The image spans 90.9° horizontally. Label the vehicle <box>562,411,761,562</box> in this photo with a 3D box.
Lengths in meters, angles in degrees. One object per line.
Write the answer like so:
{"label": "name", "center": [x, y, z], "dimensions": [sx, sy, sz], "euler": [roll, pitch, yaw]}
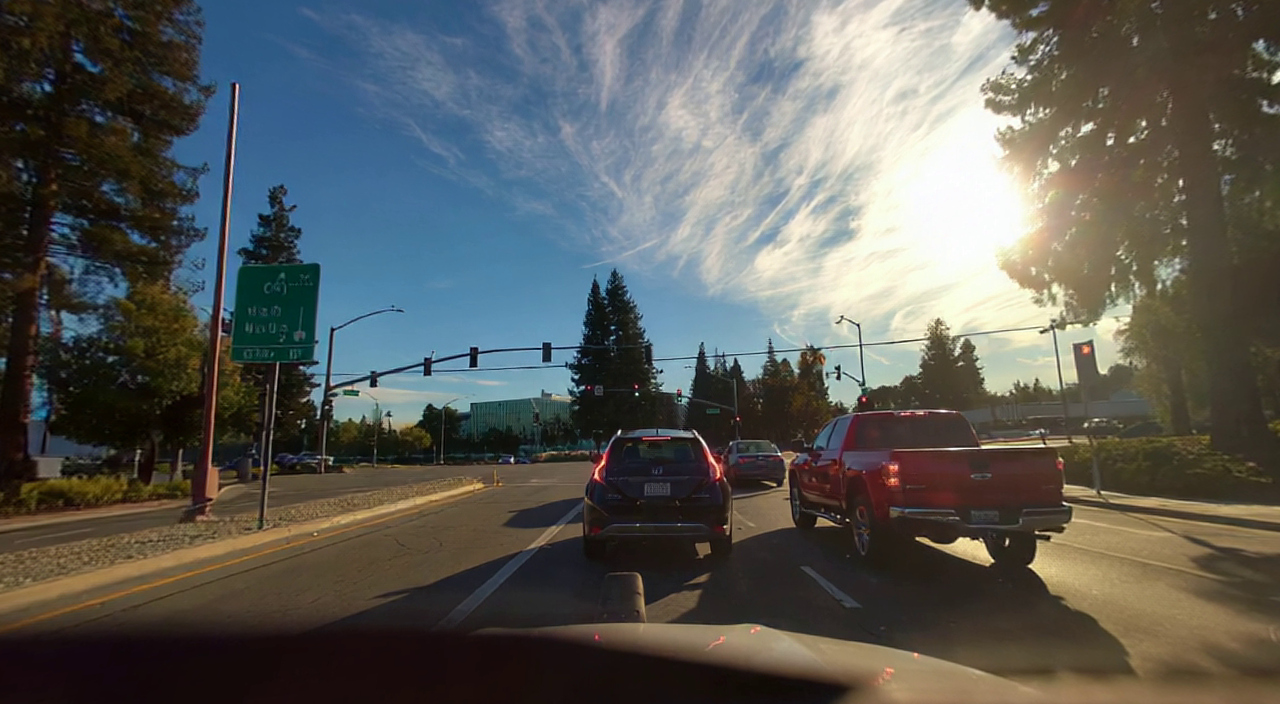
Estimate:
{"label": "vehicle", "center": [0.243, 1.772, 8.981], "dimensions": [2.168, 1.641, 4.039], "euler": [0, -8, 0]}

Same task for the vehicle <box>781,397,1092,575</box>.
{"label": "vehicle", "center": [3.386, 1.628, 8.382], "dimensions": [2.099, 1.725, 4.290], "euler": [0, -8, 1]}
